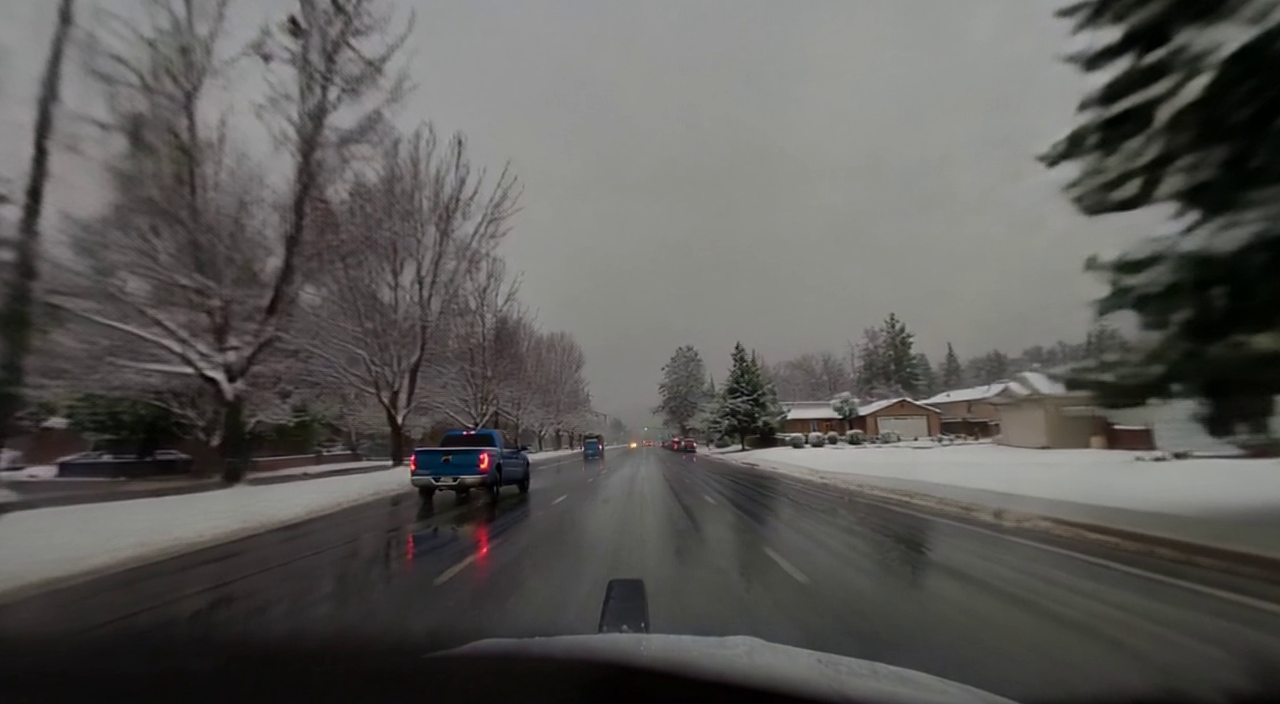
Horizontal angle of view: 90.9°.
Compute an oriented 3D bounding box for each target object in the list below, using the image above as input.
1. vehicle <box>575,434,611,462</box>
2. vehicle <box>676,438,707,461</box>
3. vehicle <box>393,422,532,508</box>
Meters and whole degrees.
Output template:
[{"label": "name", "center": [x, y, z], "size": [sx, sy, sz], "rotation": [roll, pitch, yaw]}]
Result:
[{"label": "vehicle", "center": [-3.451, 7.125, 46.720], "size": [2.230, 1.987, 4.385], "rotation": [0, -8, 1]}, {"label": "vehicle", "center": [3.955, 7.562, 48.913], "size": [2.016, 1.736, 4.356], "rotation": [0, -8, 0]}, {"label": "vehicle", "center": [-4.081, 2.694, 15.453], "size": [2.002, 1.747, 4.728], "rotation": [0, -8, 0]}]
